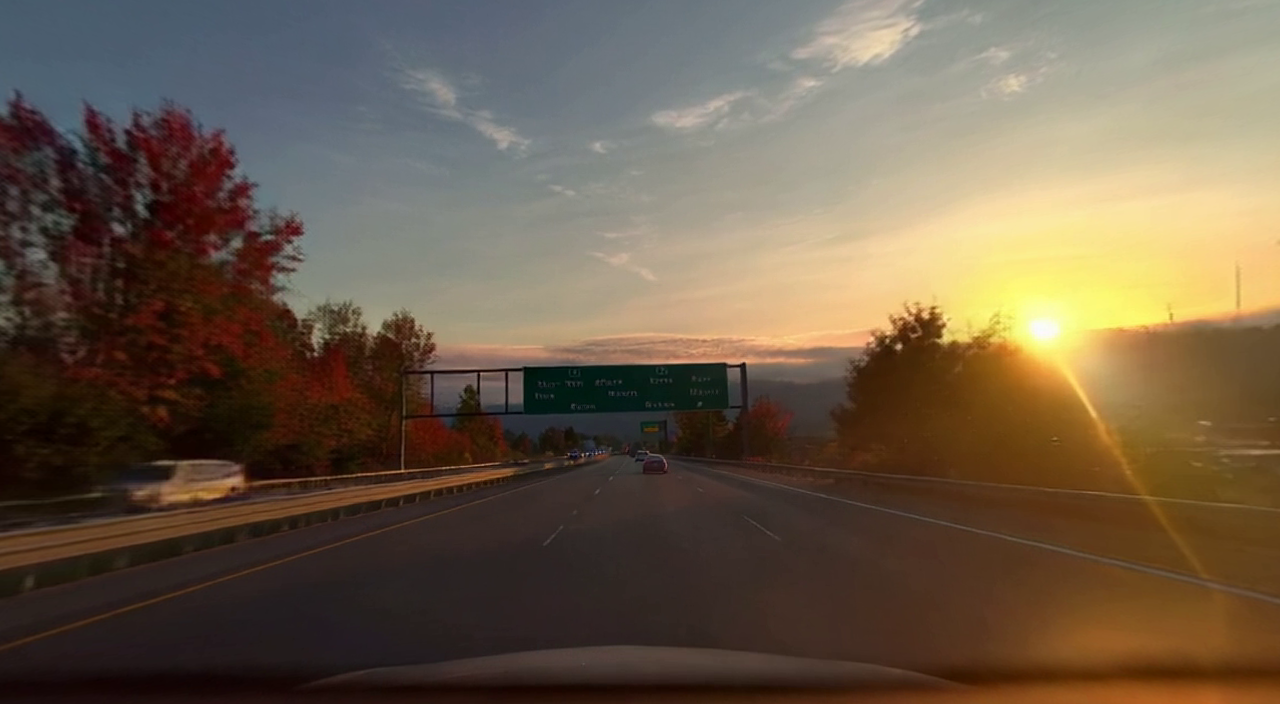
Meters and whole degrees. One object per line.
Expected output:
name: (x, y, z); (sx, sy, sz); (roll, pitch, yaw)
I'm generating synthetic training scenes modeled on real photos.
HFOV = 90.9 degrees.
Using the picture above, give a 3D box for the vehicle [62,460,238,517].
vehicle: (-17.113, 4.763, 22.467); (2.335, 1.694, 4.933); (0, -9, -1)

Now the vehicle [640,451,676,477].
vehicle: (1.028, 6.652, 37.728); (2.036, 1.457, 3.471); (0, -9, -1)
